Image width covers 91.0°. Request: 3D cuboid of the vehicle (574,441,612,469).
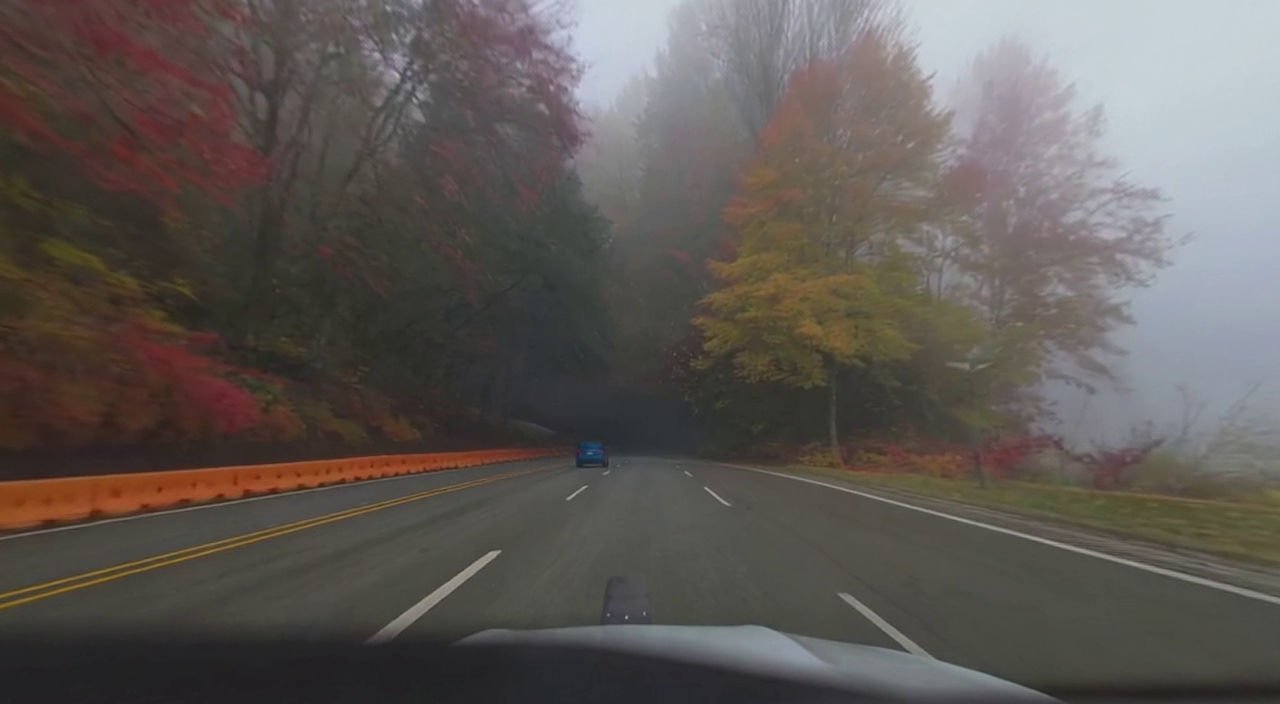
[{"bbox_3d":[-2.711,6.043,37.081,1.902,1.505,4.016,0,-8,0],"label":"vehicle"}]
